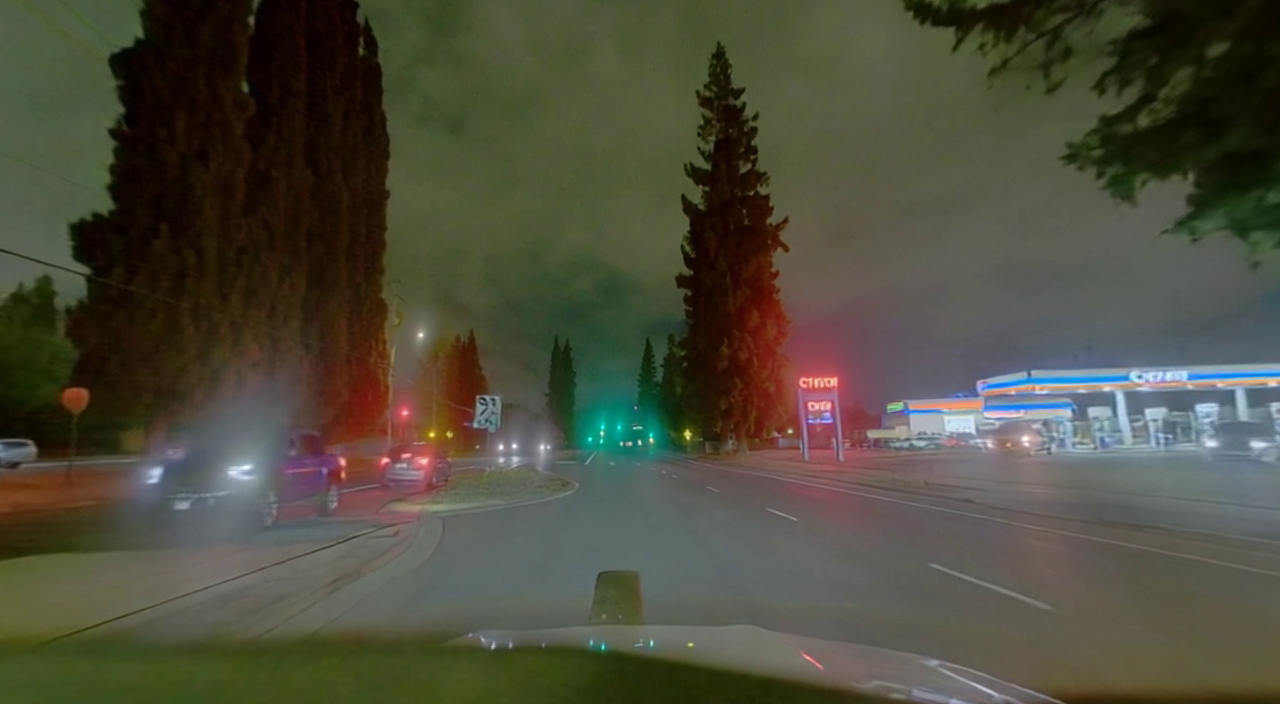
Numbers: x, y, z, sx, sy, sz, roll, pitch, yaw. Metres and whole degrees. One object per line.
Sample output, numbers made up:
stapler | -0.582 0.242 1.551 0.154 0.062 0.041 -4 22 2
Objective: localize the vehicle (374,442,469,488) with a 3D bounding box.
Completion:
vehicle | -7.688 3.986 22.725 1.982 1.465 4.376 0 -9 -2

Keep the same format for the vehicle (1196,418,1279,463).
vehicle | 21.523 3.181 22.638 4.557 1.434 1.916 8 -12 -44

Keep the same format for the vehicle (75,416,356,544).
vehicle | -6.922 2.110 11.105 1.987 1.747 4.545 0 -9 -4

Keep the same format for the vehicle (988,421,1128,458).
vehicle | 19.115 4.036 29.085 4.868 1.610 2.223 0 -9 -2

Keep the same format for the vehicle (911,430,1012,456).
vehicle | 18.709 5.303 36.874 4.800 1.459 2.051 1 -9 -5
